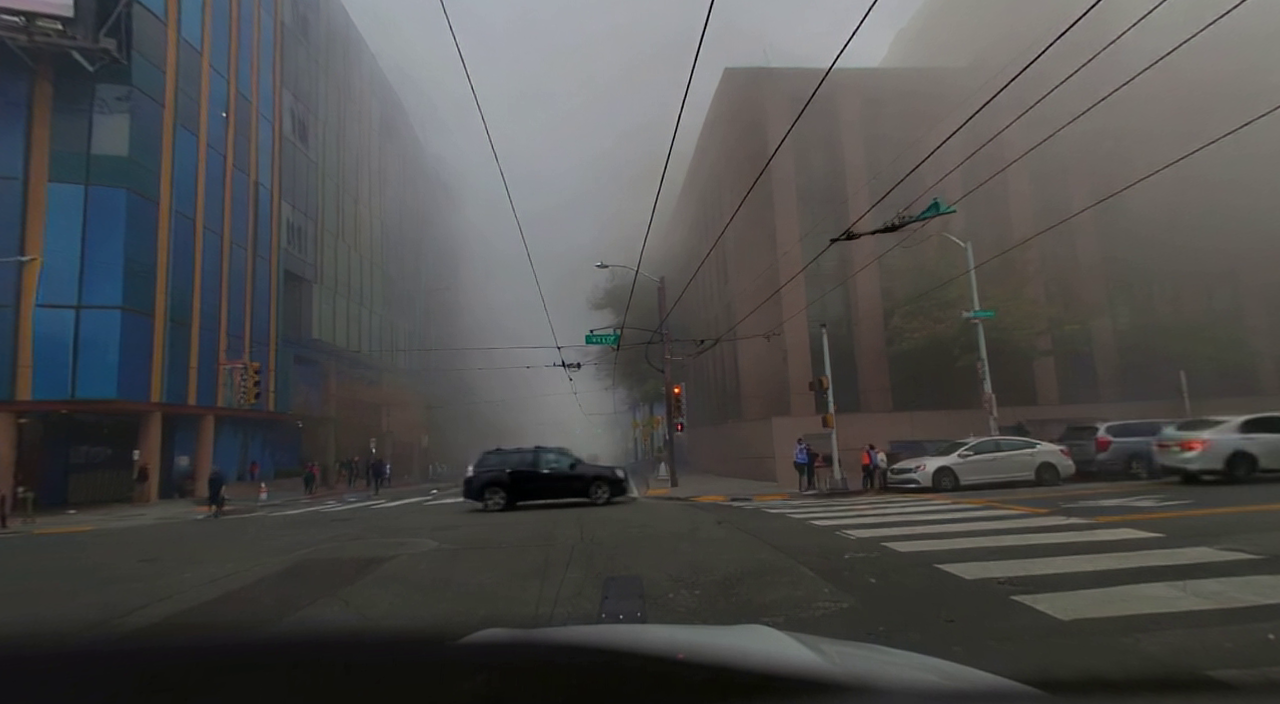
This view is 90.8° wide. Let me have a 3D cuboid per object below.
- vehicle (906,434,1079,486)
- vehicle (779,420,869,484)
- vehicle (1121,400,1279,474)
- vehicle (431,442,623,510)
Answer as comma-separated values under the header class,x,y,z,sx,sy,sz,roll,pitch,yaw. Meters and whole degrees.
class,x,y,z,sx,sy,sz,roll,pitch,yaw
vehicle,11.387,3.488,20.562,4.697,1.510,1.596,0,-9,-4
vehicle,7.590,4.109,26.631,2.316,2.425,4.466,1,-7,-2
vehicle,15.282,2.161,15.980,4.629,1.696,2.098,1,-8,-6
vehicle,-2.794,3.167,16.468,4.637,1.624,1.927,0,-8,-3
